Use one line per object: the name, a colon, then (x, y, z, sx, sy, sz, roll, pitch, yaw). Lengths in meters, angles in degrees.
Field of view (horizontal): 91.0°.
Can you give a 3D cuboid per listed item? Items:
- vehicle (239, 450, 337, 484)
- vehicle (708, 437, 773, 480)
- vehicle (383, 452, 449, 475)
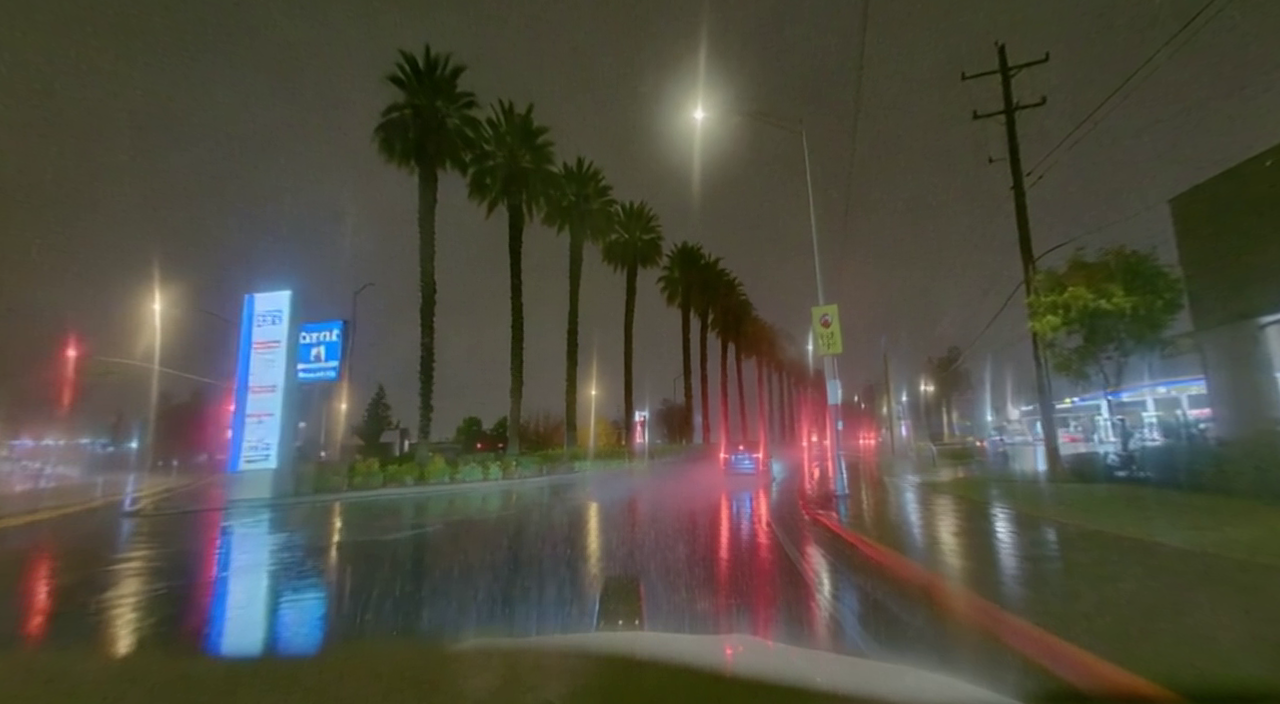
vehicle: (-18.731, 6.091, 33.702, 1.884, 1.651, 4.330, -3, -9, 18)
vehicle: (4.015, 4.094, 24.495, 2.050, 1.509, 4.148, -2, -9, 15)
vehicle: (-15.521, 7.759, 43.878, 1.825, 1.441, 4.656, -3, -9, 18)
